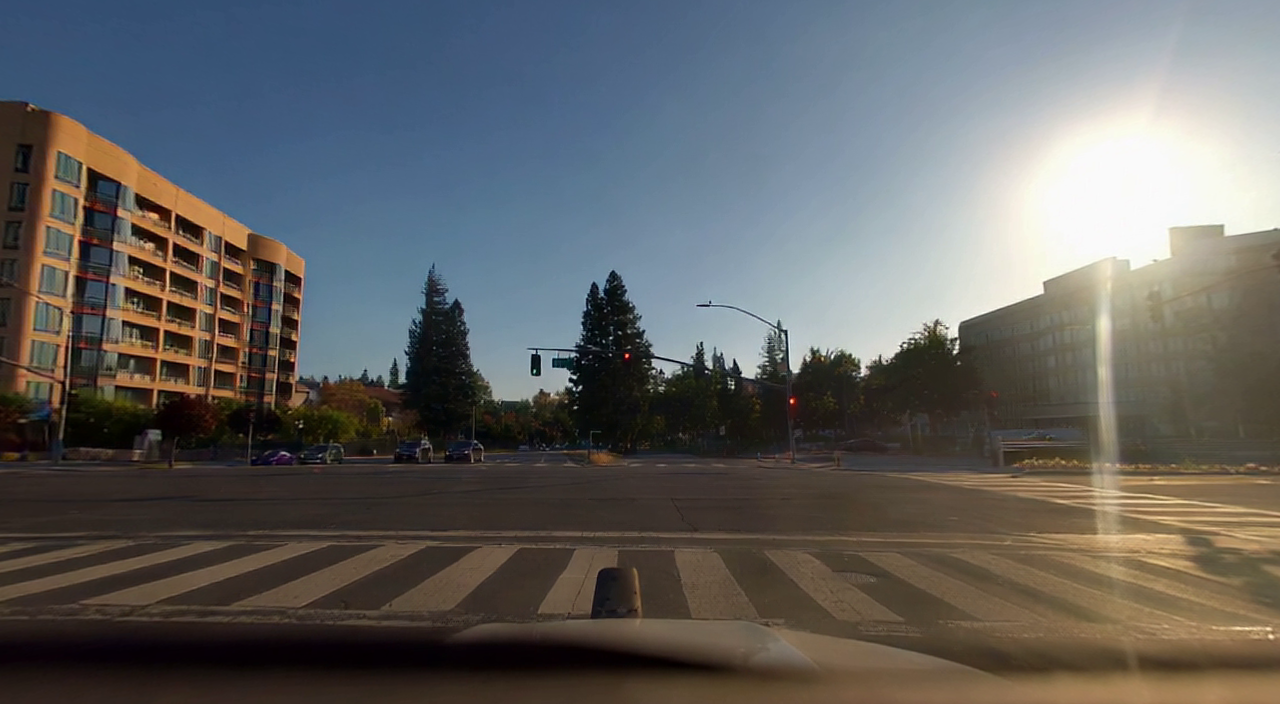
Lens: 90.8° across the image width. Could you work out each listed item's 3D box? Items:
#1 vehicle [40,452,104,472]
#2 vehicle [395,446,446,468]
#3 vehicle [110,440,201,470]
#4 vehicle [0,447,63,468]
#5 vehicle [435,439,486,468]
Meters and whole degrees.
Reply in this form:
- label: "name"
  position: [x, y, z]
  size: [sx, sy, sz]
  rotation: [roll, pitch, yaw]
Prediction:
- label: "vehicle"
  position: [-41.571, 8.032, 46.320]
  size: [1.552, 1.339, 3.340]
  rotation: [-1, -8, -1]
- label: "vehicle"
  position: [-15.487, 7.436, 44.806]
  size: [2.056, 1.450, 4.343]
  rotation: [0, -8, 0]
- label: "vehicle"
  position: [-34.889, 7.419, 45.751]
  size: [2.204, 1.955, 5.518]
  rotation: [0, -8, 0]
- label: "vehicle"
  position: [-45.247, 7.765, 46.617]
  size: [1.858, 1.467, 3.624]
  rotation: [0, -8, 0]
- label: "vehicle"
  position: [-11.950, 6.774, 42.337]
  size: [2.080, 1.763, 4.341]
  rotation: [0, -8, 0]
